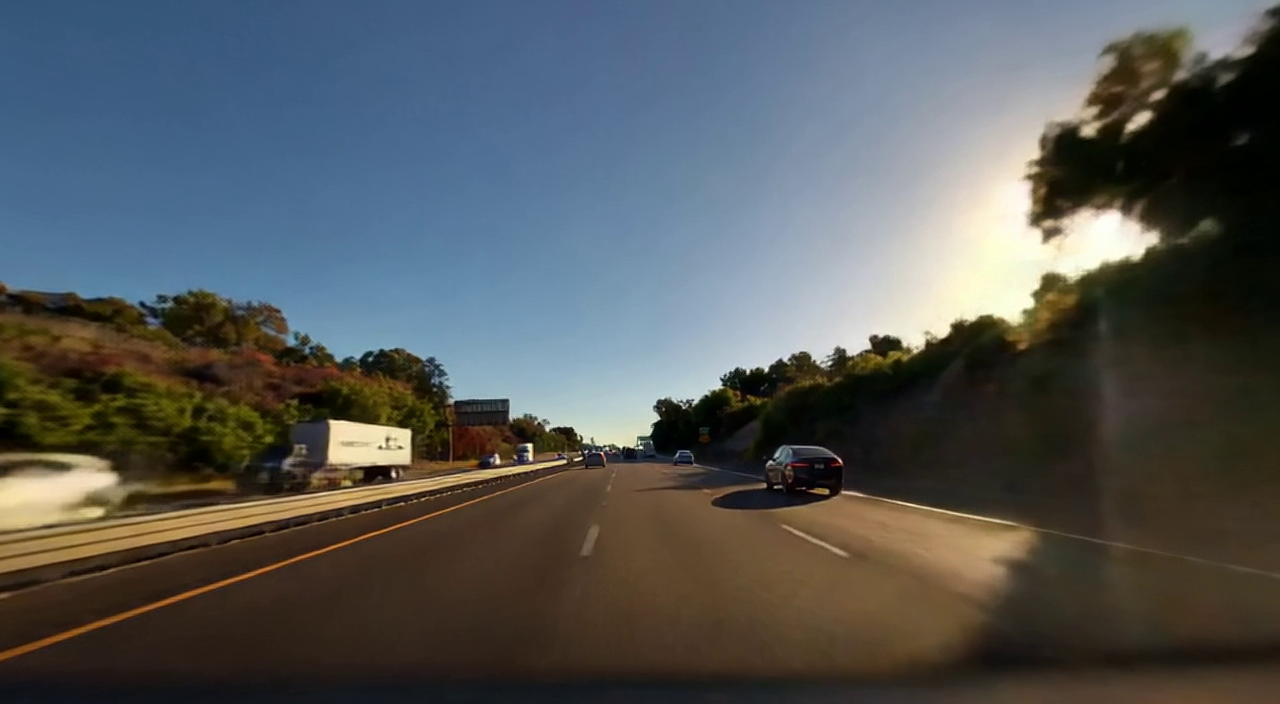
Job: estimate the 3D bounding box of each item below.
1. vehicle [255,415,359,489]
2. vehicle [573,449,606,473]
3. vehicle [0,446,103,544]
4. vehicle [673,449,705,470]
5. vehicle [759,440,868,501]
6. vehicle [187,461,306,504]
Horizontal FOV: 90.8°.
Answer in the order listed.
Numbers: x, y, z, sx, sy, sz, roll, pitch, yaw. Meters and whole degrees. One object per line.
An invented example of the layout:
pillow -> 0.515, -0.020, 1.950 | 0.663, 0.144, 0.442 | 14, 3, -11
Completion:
vehicle -> -19.704, 5.955, 37.821 | 2.977, 4.017, 5.889 | 0, -9, -2
vehicle -> -3.359, 7.317, 42.718 | 2.021, 1.507, 4.272 | 0, -9, -1
vehicle -> -11.255, 2.244, 9.766 | 1.957, 1.567, 4.514 | 0, -9, -1
vehicle -> 3.540, 7.894, 46.459 | 1.846, 1.480, 3.694 | 0, -9, -3
vehicle -> 4.907, 3.392, 18.432 | 1.903, 1.566, 3.866 | 0, -9, -3
vehicle -> -15.340, 5.080, 24.947 | 1.939, 1.447, 4.463 | 0, -9, -2
